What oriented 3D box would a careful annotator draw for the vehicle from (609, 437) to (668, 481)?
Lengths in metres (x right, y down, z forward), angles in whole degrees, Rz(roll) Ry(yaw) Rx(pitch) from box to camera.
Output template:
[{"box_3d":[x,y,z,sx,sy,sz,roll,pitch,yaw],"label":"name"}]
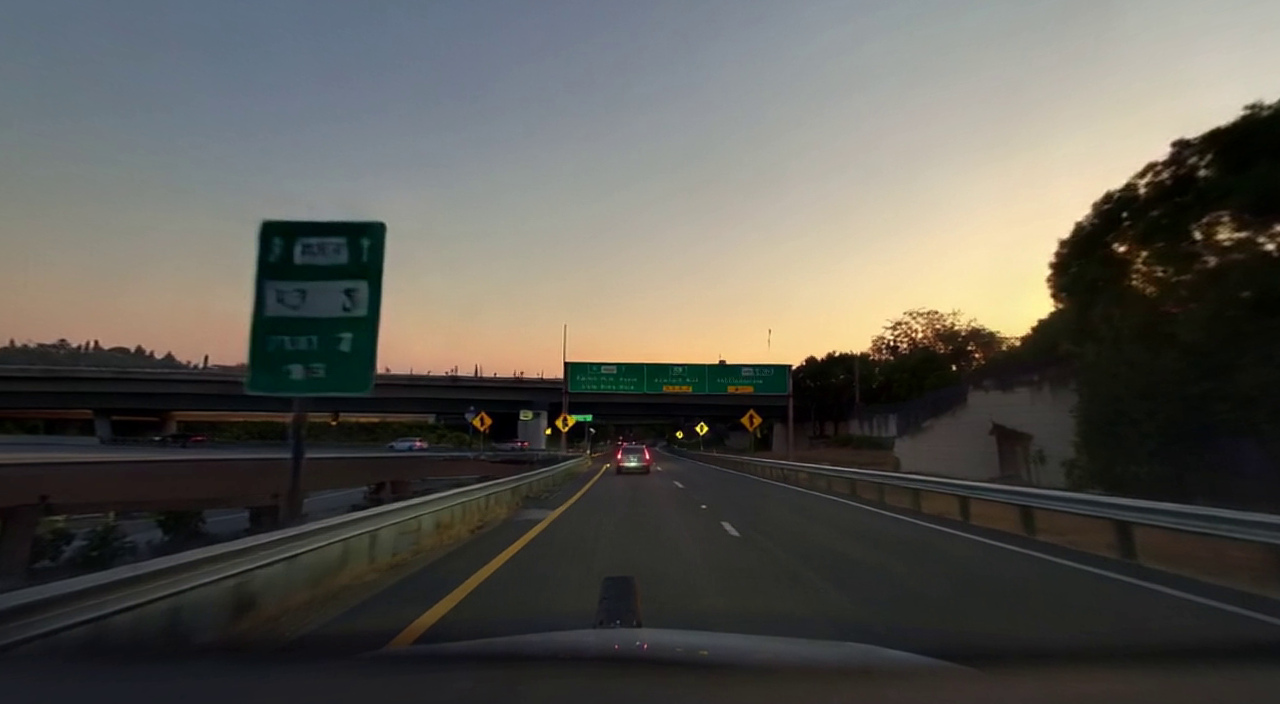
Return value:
[{"box_3d":[-0.081,3.956,23.386,2.006,1.486,3.950,0,-9,-1],"label":"vehicle"}]
